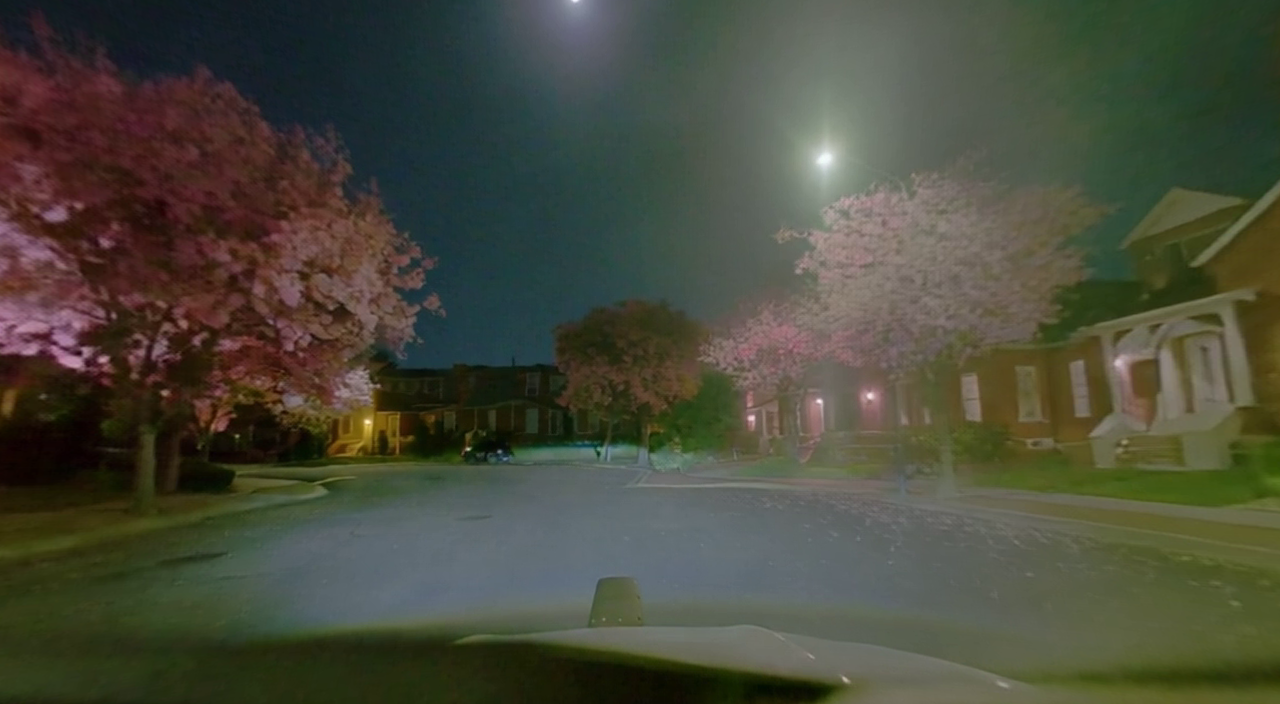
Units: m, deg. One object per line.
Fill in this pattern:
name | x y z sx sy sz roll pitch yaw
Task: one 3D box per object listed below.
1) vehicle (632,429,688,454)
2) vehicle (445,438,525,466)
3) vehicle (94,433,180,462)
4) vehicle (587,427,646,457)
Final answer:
vehicle | 1.554 6.738 47.645 2.152 1.773 4.495 -6 -10 33
vehicle | -10.497 6.808 43.091 4.815 1.827 2.147 0 -9 1
vehicle | -32.479 6.158 40.823 4.237 1.728 2.203 -2 -9 18
vehicle | -1.705 6.734 47.522 2.310 1.701 4.280 -3 -2 33
